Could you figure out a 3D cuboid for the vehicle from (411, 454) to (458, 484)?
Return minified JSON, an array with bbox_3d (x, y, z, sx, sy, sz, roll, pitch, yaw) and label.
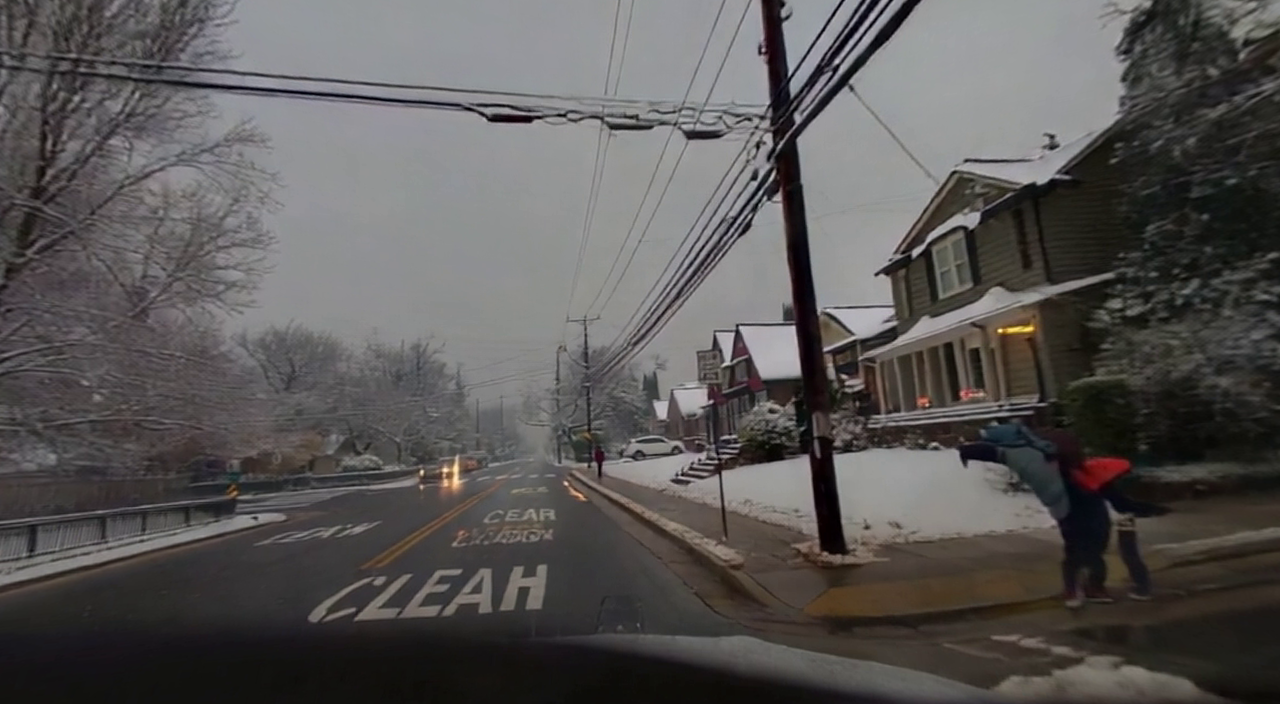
[{"bbox_3d":[-13.635,7.780,42.211,2.203,1.787,4.704,1,-9,-8],"label":"vehicle"}]
